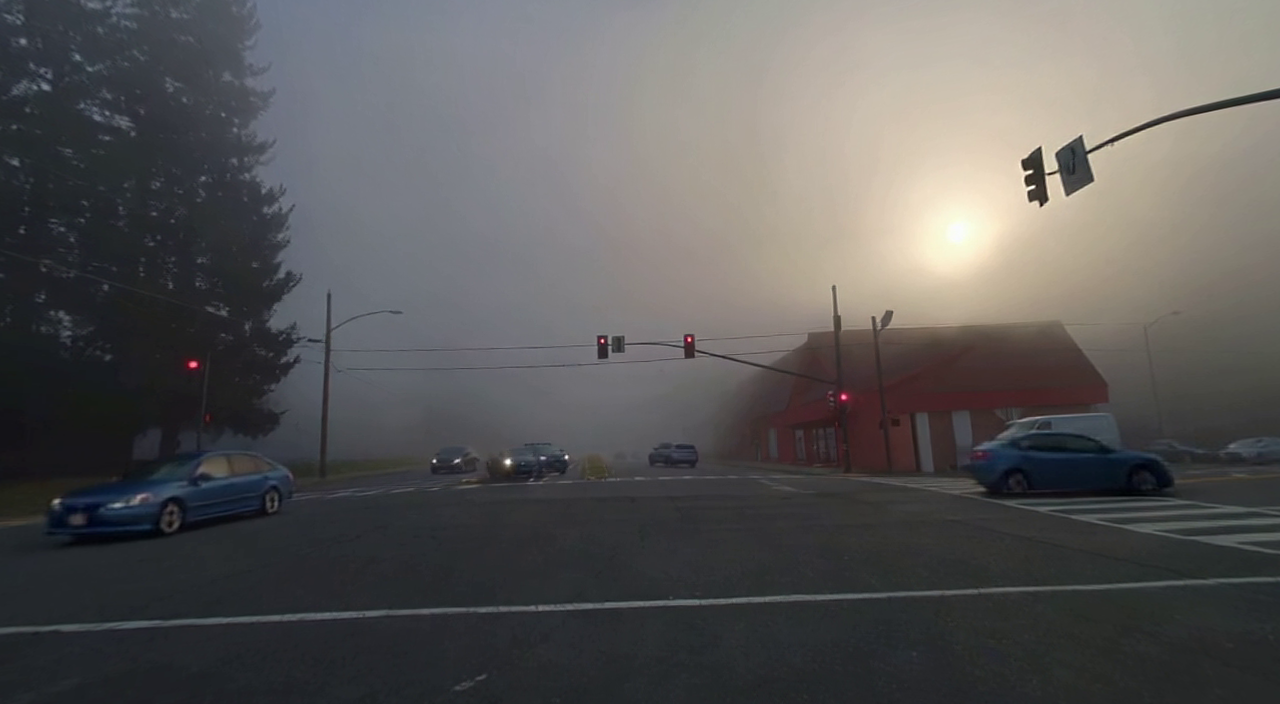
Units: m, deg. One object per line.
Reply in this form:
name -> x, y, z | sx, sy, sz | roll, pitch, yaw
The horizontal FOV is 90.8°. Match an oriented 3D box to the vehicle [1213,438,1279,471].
vehicle -> 33.960, 5.595, 34.582 | 4.537, 1.665, 2.049 | 4, -9, -24

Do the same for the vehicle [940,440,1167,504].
vehicle -> 9.984, 2.917, 15.643 | 4.228, 1.416, 1.846 | -2, -9, 11

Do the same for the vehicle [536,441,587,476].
vehicle -> -3.694, 4.872, 29.078 | 1.935, 1.464, 4.562 | 2, -9, -12

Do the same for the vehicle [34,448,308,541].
vehicle -> -8.727, 2.633, 12.423 | 2.024, 1.460, 4.381 | 0, -9, 0

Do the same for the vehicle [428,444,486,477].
vehicle -> -8.777, 5.218, 30.676 | 1.779, 1.460, 4.463 | 0, -9, -4

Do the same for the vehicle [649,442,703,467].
vehicle -> 2.177, 6.478, 39.987 | 1.919, 1.453, 4.828 | 2, -9, -16

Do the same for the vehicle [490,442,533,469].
vehicle -> -8.662, 7.006, 43.105 | 2.087, 1.718, 4.700 | 0, -9, -2
